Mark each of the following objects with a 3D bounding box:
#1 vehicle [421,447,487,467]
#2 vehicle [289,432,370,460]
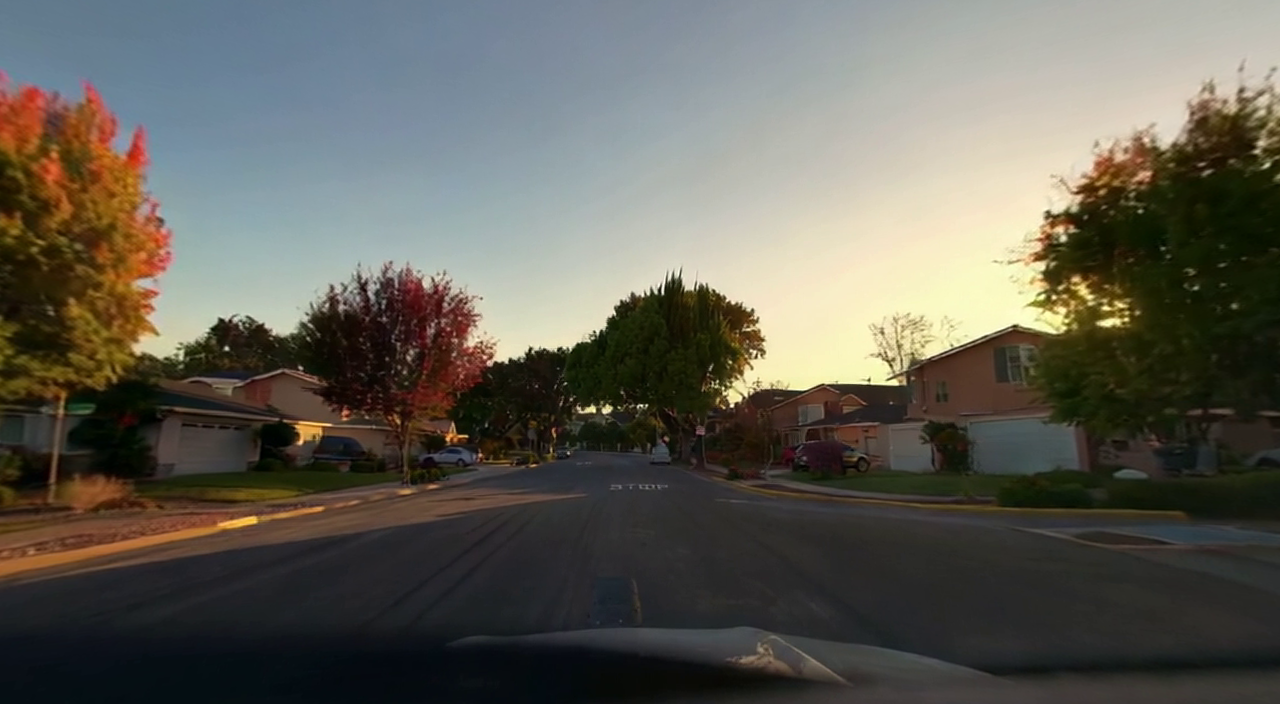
[{"bbox_3d":[-14.508,8.186,49.446,4.572,1.522,1.999,1,-9,-6],"label":"vehicle"},{"bbox_3d":[-19.339,5.887,39.515,4.093,1.661,1.765,0,-10,-6],"label":"vehicle"}]
